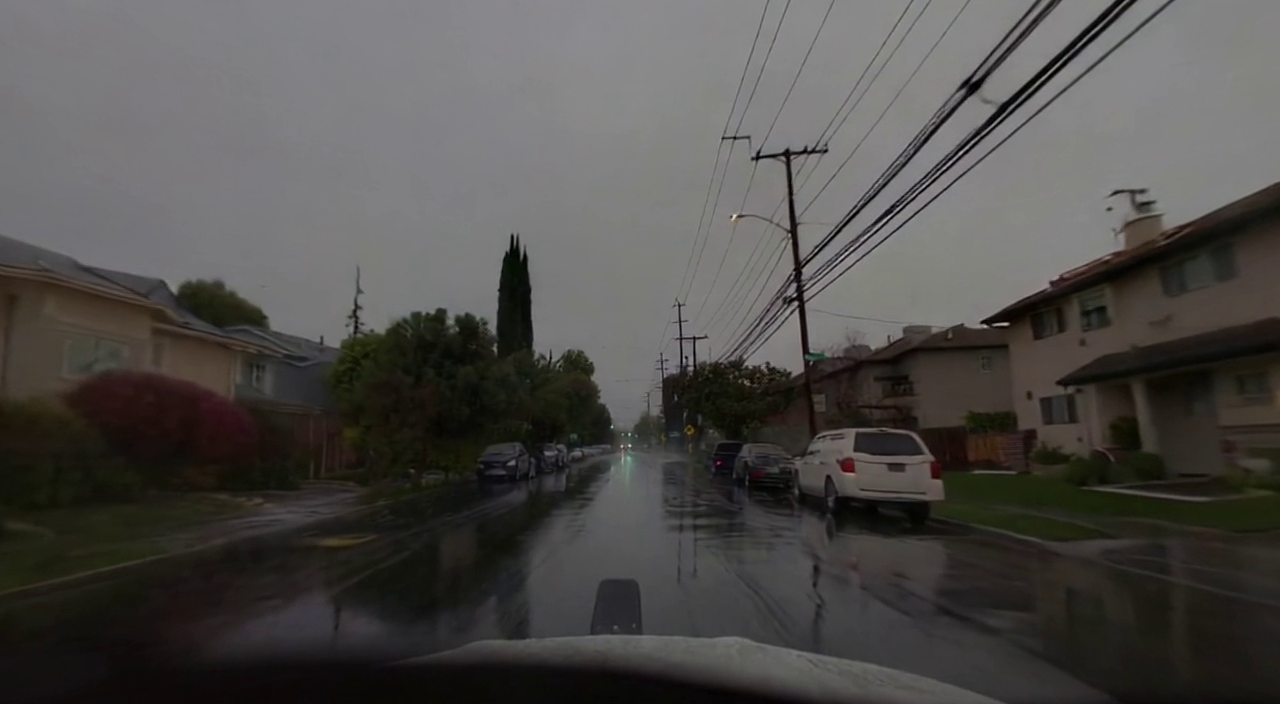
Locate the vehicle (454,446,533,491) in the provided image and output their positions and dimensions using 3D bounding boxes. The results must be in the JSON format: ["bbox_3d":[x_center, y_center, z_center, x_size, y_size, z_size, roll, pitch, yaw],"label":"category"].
[{"bbox_3d":[-5.397,4.364,23.870,2.031,1.468,4.165,-2,-9,-1],"label":"vehicle"}]

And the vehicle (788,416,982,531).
[{"bbox_3d":[4.587,2.350,12.724,2.086,1.885,4.323,0,-9,-1],"label":"vehicle"}]

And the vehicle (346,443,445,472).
[{"bbox_3d":[-13.150,5.671,34.118,4.556,1.510,1.843,0,-9,-1],"label":"vehicle"}]
